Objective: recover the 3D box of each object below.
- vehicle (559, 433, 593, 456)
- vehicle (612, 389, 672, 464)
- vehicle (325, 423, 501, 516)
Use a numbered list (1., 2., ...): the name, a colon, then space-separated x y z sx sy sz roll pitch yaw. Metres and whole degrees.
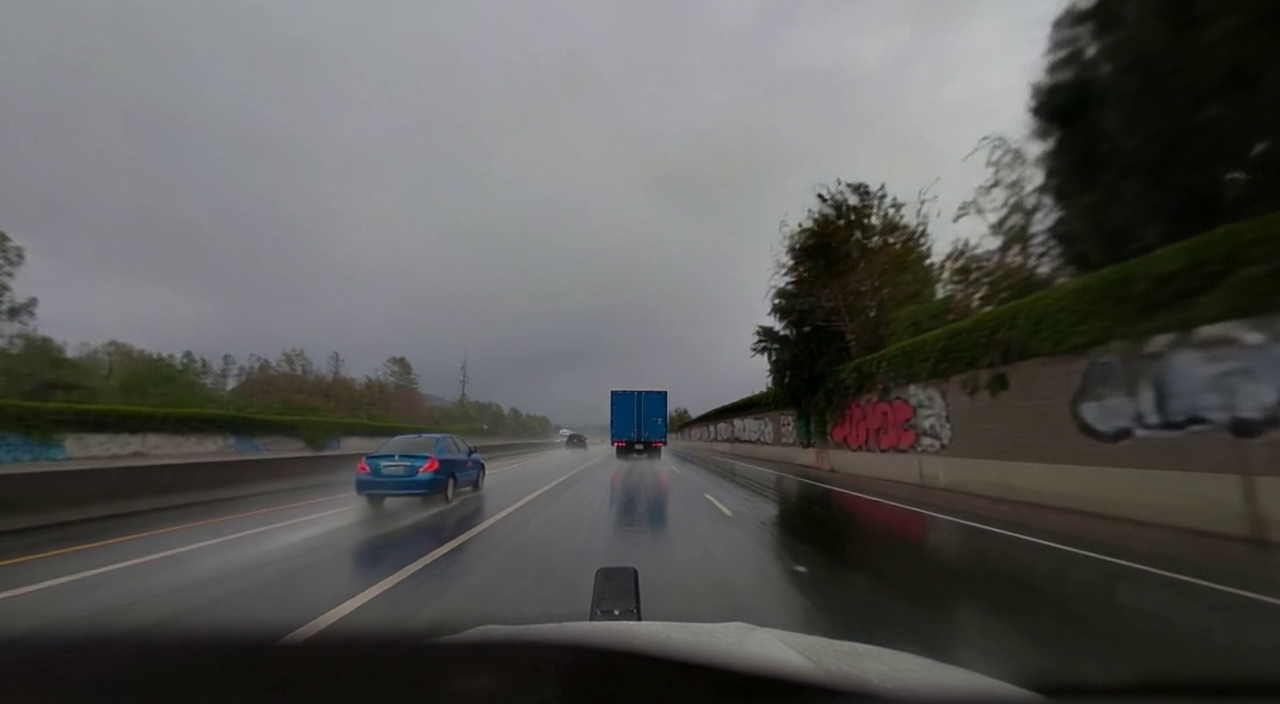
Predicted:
1. vehicle: -4.647 6.759 46.149 2.058 1.645 4.130 0 -8 0
2. vehicle: -0.042 4.304 35.610 2.927 3.649 9.443 0 -8 -2
3. vehicle: -4.308 2.279 12.844 1.948 1.526 4.525 0 -8 -1
